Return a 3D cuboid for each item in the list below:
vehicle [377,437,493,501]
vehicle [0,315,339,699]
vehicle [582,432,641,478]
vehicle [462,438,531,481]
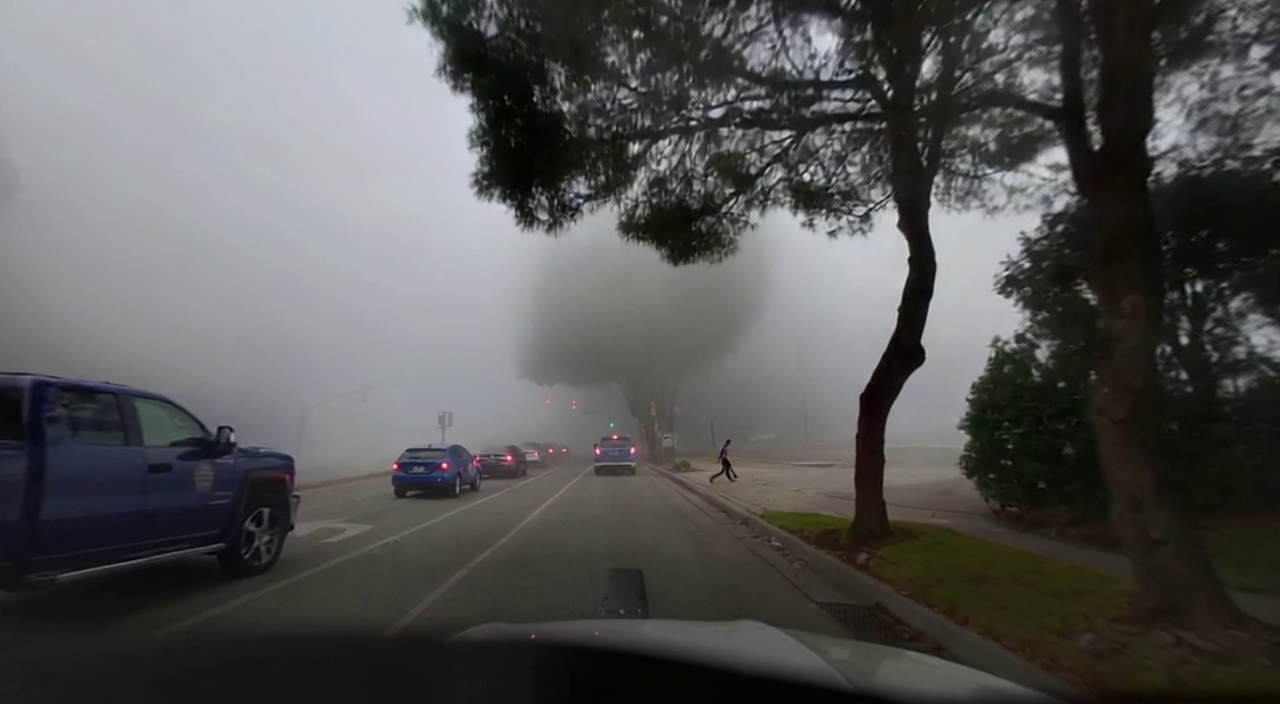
[{"bbox_3d":[-5.758,3.327,18.353,2.069,1.616,4.108,0,-9,-2],"label":"vehicle"},{"bbox_3d":[-4.972,0.960,4.165,2.860,2.090,6.593,0,-9,-1],"label":"vehicle"},{"bbox_3d":[-1.265,4.433,27.429,2.368,1.829,4.293,0,-9,-3],"label":"vehicle"},{"bbox_3d":[-6.058,4.592,27.217,2.010,1.674,4.484,0,-9,-1],"label":"vehicle"}]
